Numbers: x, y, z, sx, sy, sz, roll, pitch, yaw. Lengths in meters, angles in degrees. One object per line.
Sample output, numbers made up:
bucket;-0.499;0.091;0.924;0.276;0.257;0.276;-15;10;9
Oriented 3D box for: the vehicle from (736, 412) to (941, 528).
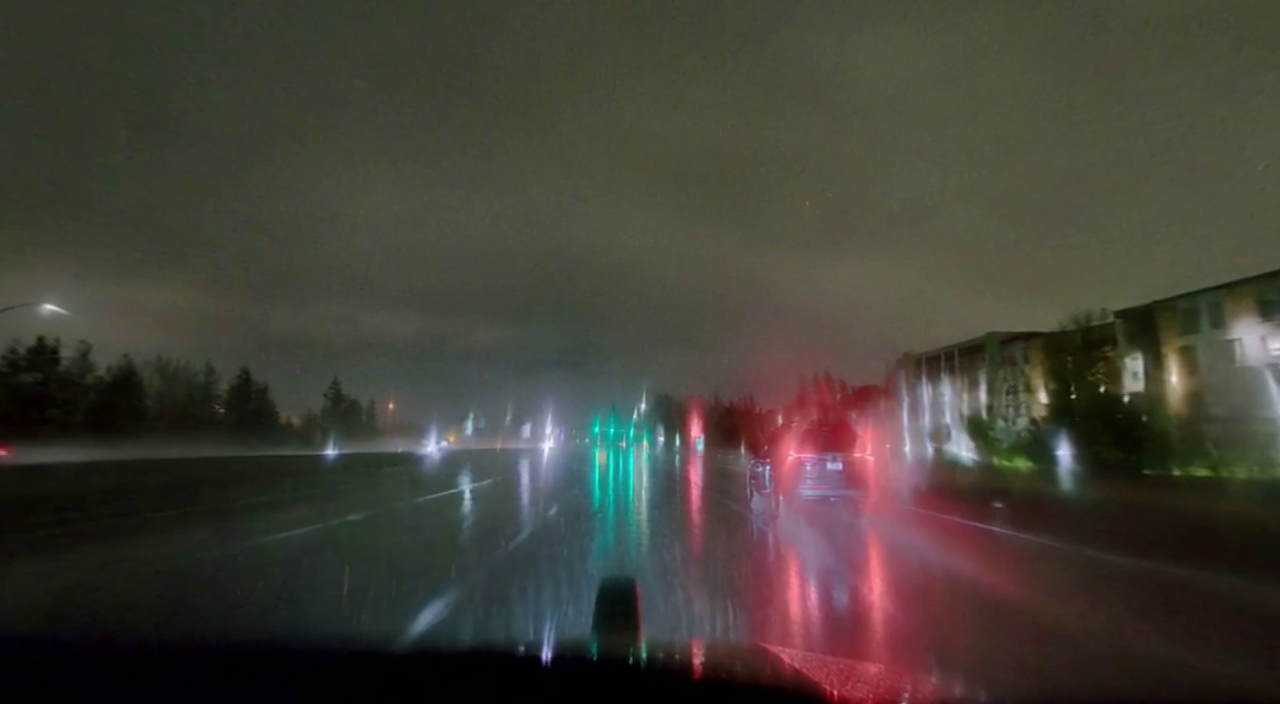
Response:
vehicle;3.448;2.193;12.312;2.212;1.753;5.064;0;-9;-2
